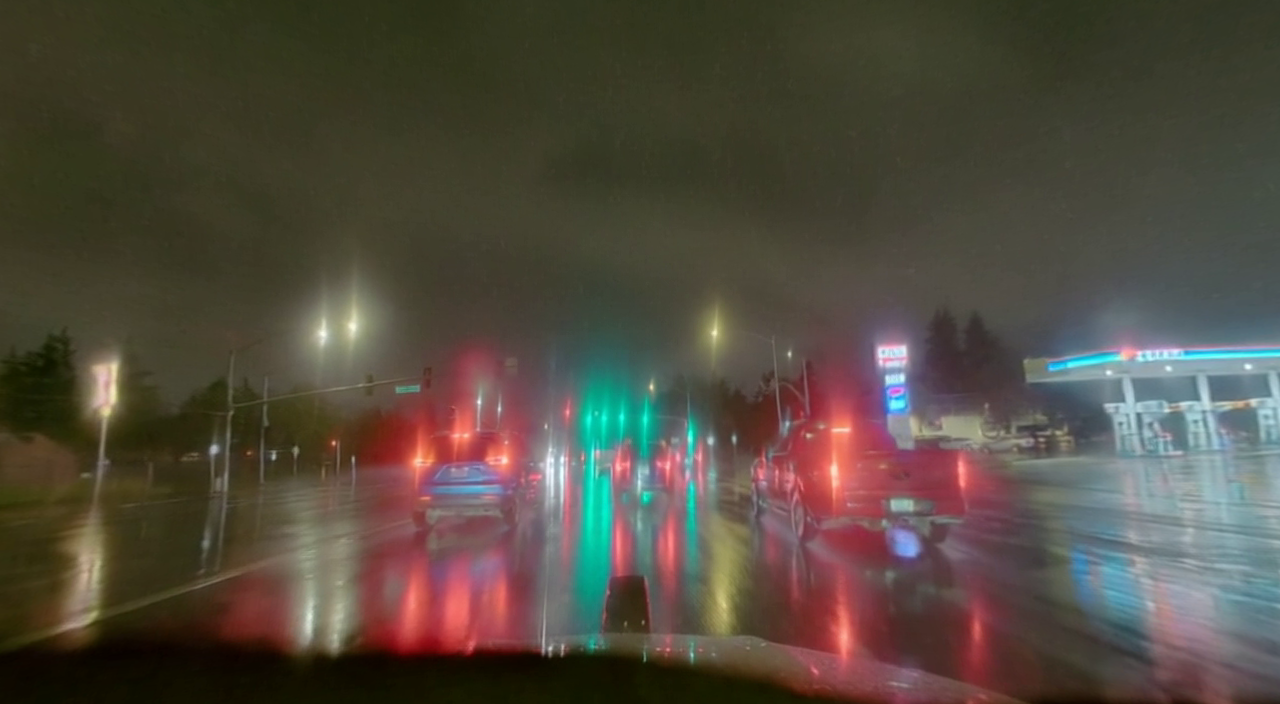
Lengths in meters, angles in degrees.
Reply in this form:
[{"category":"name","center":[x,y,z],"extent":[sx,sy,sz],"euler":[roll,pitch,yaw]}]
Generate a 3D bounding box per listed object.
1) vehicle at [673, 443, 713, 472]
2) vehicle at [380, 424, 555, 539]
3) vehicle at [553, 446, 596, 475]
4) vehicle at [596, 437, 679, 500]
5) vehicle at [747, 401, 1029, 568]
[{"category":"vehicle","center":[3.289,6.662,40.161],"extent":[2.122,1.745,4.337],"euler":[0,-8,-1]},{"category":"vehicle","center":[-2.928,2.291,11.824],"extent":[2.019,1.731,4.299],"euler":[0,-8,0]},{"category":"vehicle","center":[-3.528,5.915,34.617],"extent":[1.954,1.497,4.078],"euler":[0,-8,0]},{"category":"vehicle","center":[-0.092,3.367,18.699],"extent":[2.181,1.650,4.083],"euler":[0,-8,-1]},{"category":"vehicle","center":[3.264,1.890,9.852],"extent":[2.161,1.868,5.321],"euler":[0,-8,-1]}]
